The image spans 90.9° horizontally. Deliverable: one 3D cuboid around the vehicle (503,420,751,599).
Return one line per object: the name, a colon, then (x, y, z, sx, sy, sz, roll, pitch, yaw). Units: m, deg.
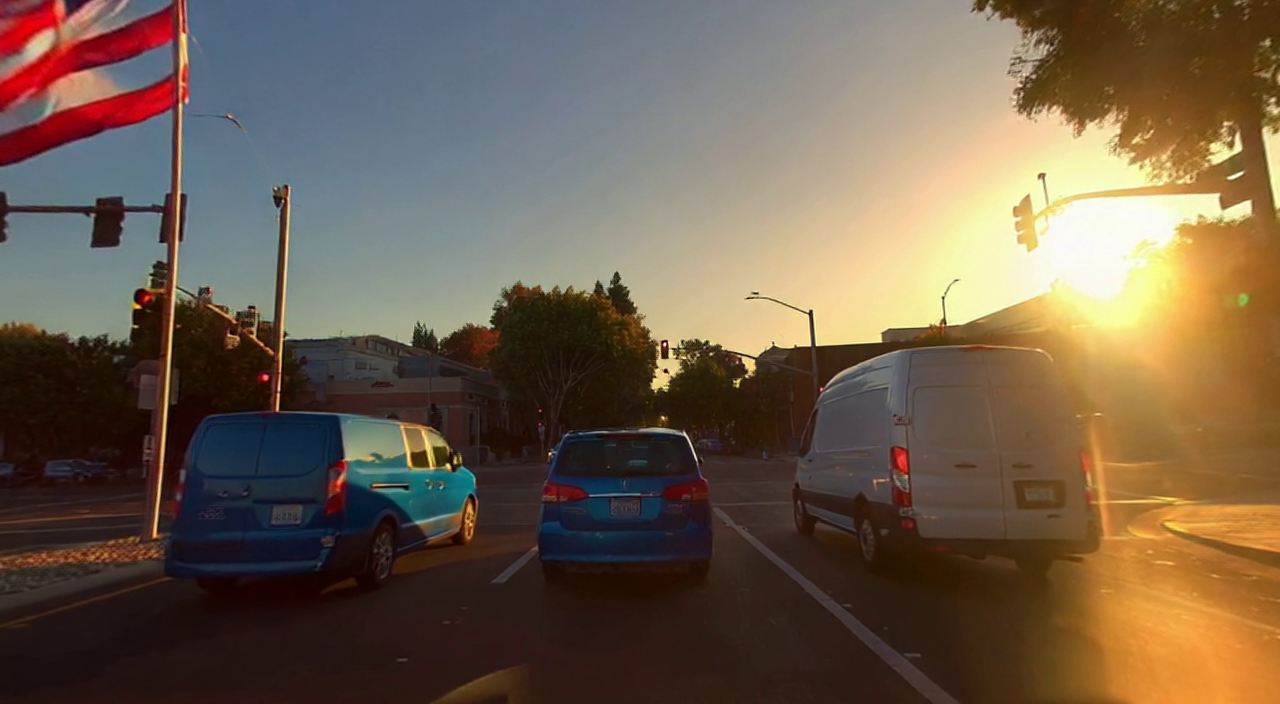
vehicle: (-0.146, 1.644, 7.470, 2.098, 1.494, 4.118, 0, -9, -1)

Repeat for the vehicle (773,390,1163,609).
vehicle: (3.095, 1.512, 7.326, 2.178, 1.746, 4.400, 0, -9, 1)

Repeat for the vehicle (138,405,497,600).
vehicle: (-3.291, 1.610, 7.569, 2.024, 1.677, 3.998, -1, -9, 3)
